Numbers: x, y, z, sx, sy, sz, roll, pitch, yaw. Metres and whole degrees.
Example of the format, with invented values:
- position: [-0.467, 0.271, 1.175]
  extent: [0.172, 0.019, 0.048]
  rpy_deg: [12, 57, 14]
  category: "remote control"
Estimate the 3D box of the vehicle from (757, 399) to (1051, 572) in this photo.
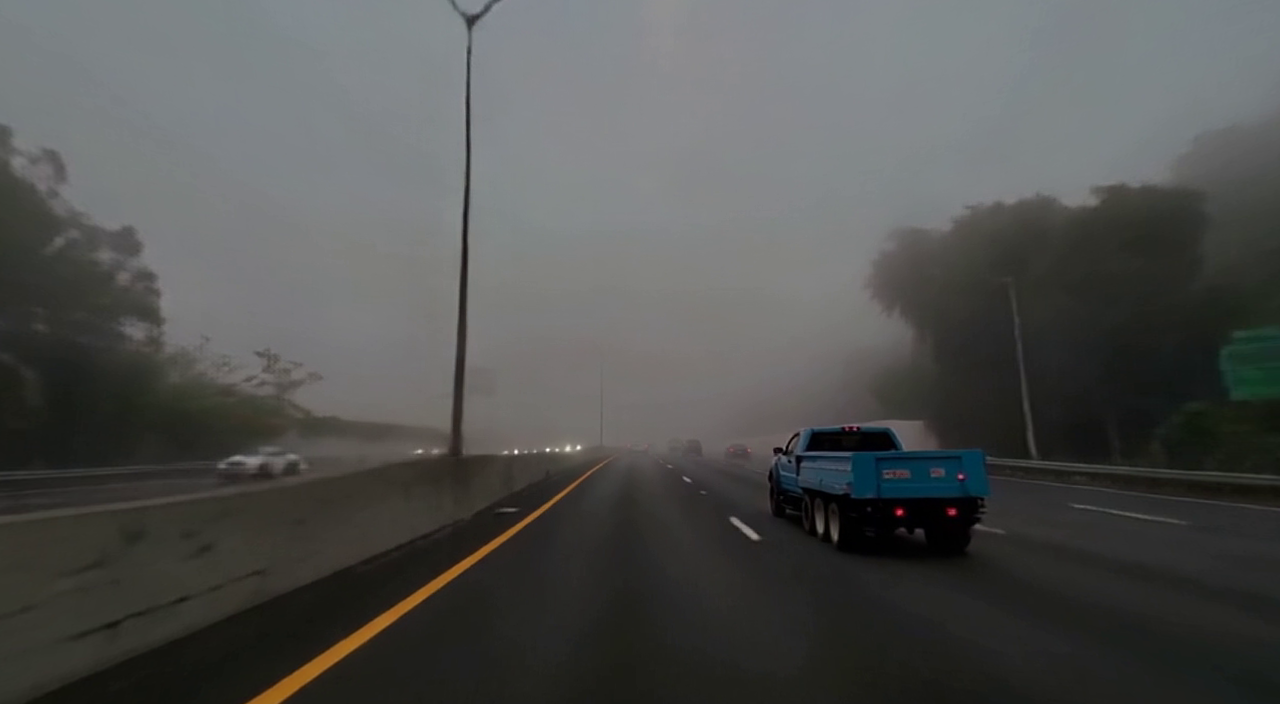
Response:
- position: [3.064, 1.667, 8.608]
  extent: [1.973, 1.710, 4.476]
  rpy_deg: [0, -9, -1]
  category: "vehicle"
